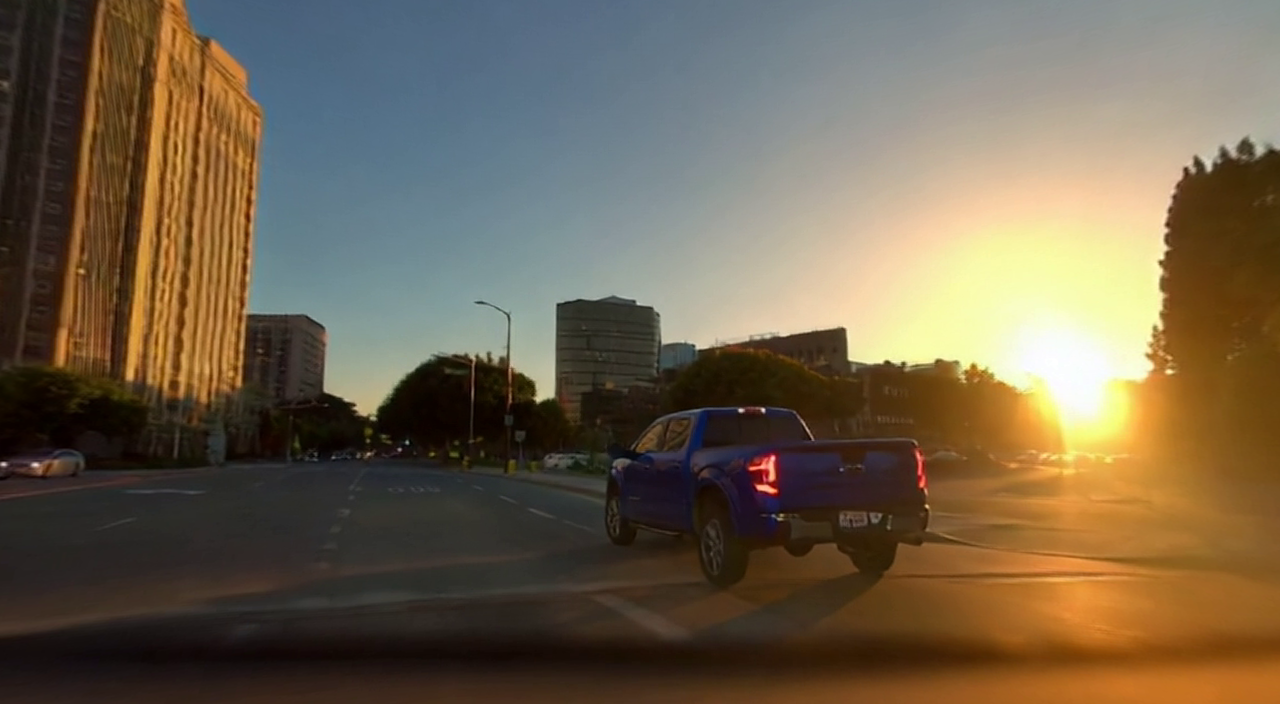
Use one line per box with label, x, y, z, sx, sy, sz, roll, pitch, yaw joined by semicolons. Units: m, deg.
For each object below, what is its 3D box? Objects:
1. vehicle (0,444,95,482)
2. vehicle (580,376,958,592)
vehicle;-29.789;5.615;31.835;2.037;1.725;4.632;5;-11;-23
vehicle;1.109;1.730;8.751;2.402;1.922;5.677;5;-11;-20
